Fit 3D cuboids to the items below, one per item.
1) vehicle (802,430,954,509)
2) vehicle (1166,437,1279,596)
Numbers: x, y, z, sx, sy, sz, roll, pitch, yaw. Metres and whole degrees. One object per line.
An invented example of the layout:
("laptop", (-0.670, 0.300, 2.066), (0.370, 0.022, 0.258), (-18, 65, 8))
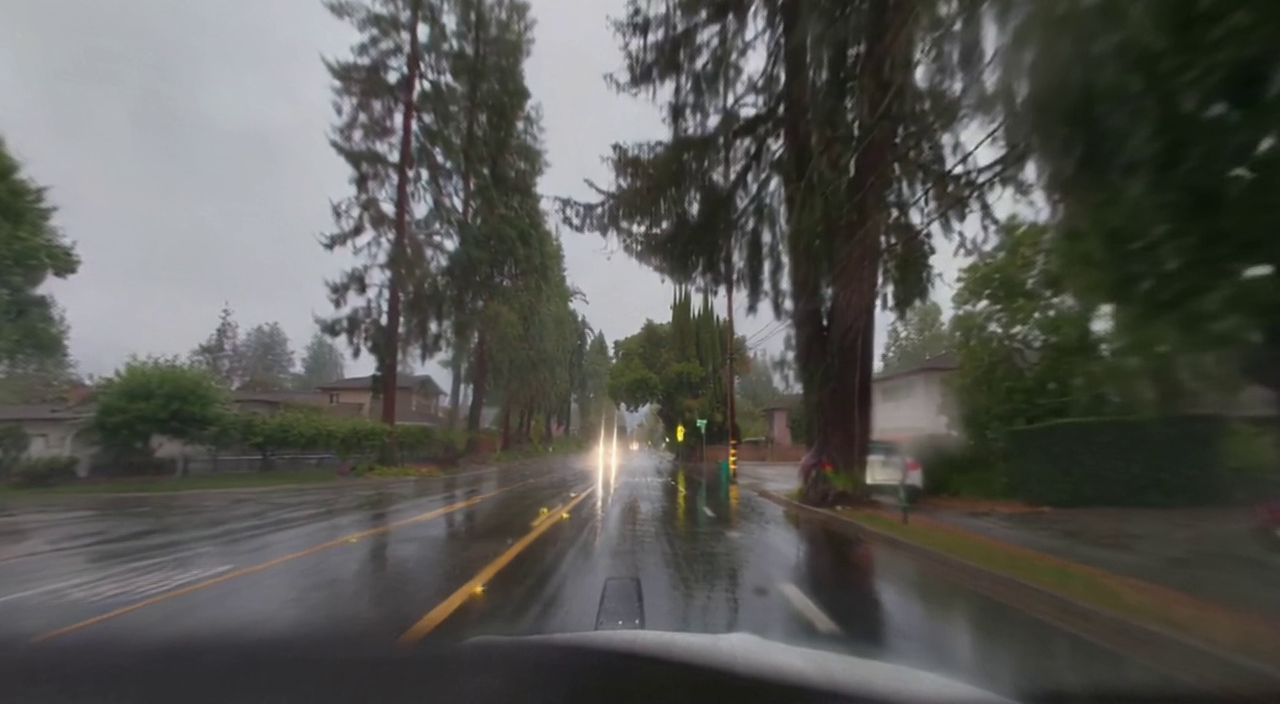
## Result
("vehicle", (5.862, 2.954, 16.285), (2.096, 1.713, 4.606), (0, -9, 0))
("vehicle", (8.219, 1.556, 5.994), (4.438, 1.466, 1.943), (-1, -9, 9))
